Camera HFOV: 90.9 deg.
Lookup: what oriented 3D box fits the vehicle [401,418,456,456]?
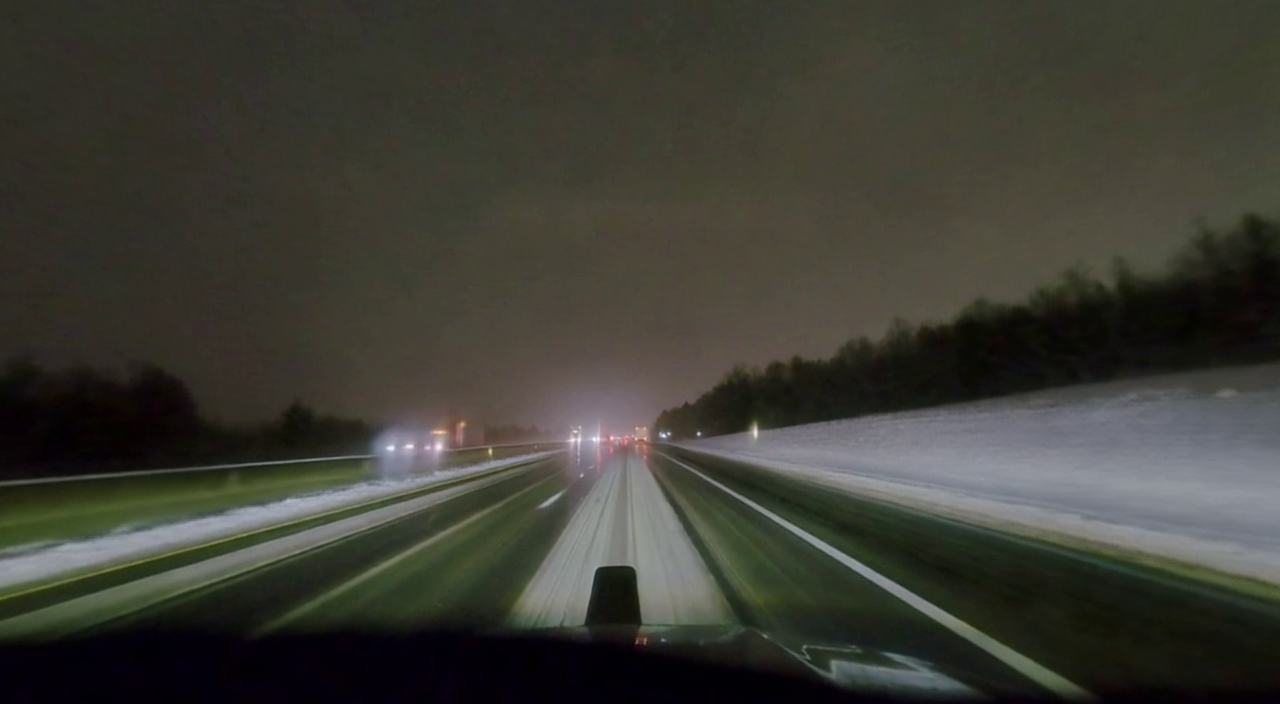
[{"bbox_3d":[-15.687,6.328,47.028,2.372,2.705,4.535,0,-8,1],"label":"vehicle"}]

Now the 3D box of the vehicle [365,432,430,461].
[{"bbox_3d":[-15.700,6.137,41.124,2.053,1.724,5.287,0,-8,1],"label":"vehicle"}]
